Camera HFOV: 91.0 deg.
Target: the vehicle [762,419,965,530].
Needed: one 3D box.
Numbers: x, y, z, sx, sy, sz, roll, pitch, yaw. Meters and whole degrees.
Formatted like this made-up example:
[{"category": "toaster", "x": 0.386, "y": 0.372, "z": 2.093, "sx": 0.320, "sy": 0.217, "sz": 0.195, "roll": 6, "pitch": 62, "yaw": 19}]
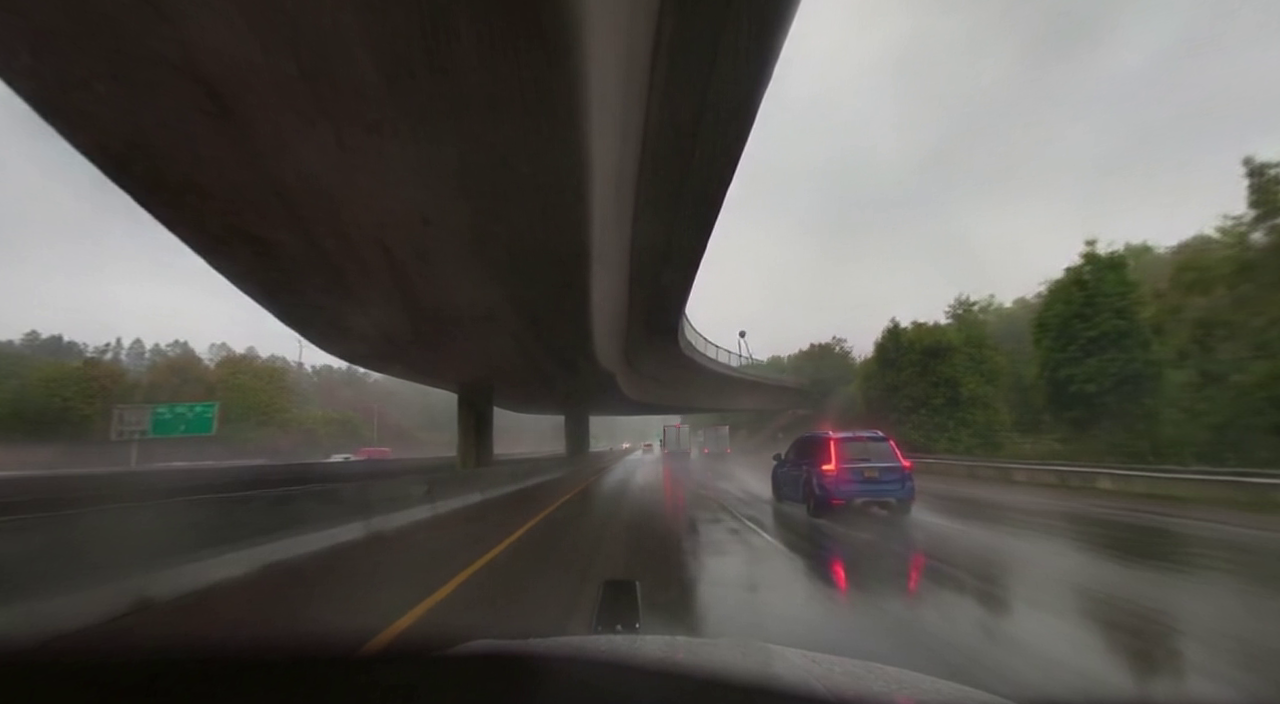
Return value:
[{"category": "vehicle", "x": 3.885, "y": 2.216, "z": 11.987, "sx": 2.148, "sy": 1.691, "sz": 4.443, "roll": 0, "pitch": -8, "yaw": -1}]
